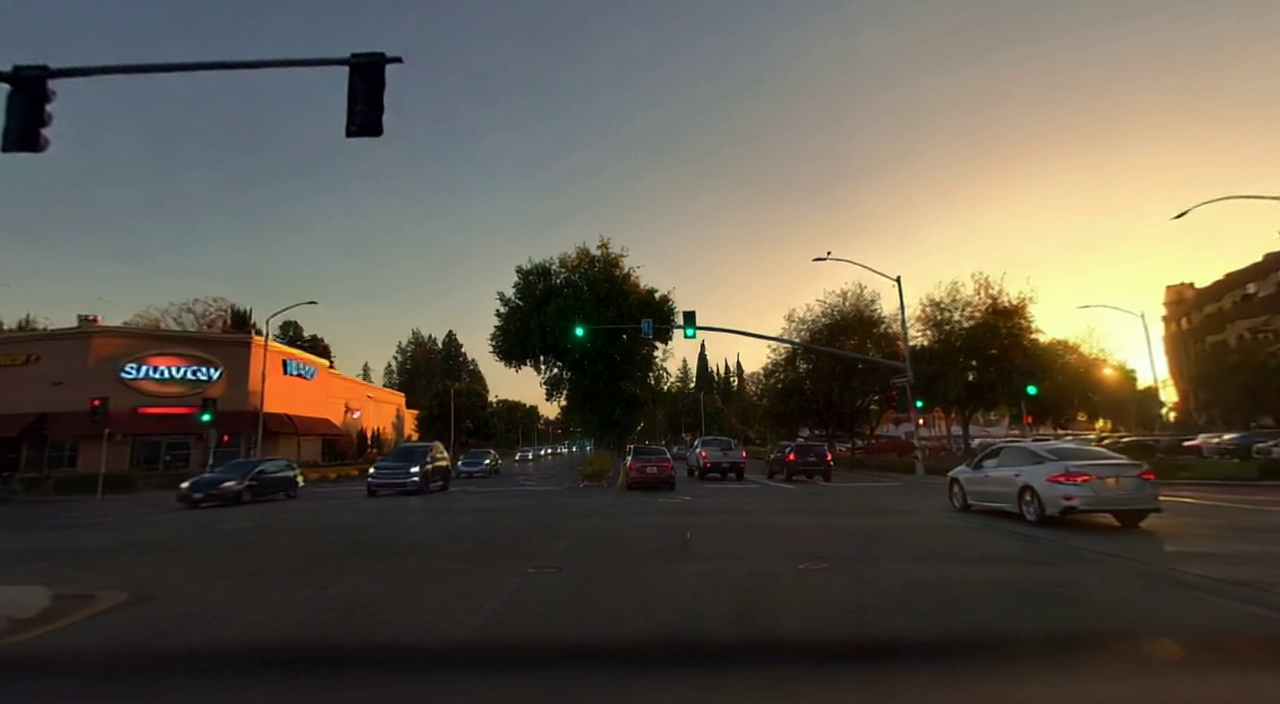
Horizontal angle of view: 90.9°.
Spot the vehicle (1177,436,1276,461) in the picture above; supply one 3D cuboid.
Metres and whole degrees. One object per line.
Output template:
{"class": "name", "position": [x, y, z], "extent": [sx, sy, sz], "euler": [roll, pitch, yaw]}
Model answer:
{"class": "vehicle", "position": [35.825, 5.917, 38.589], "extent": [4.230, 1.449, 1.782], "euler": [0, -8, 1]}

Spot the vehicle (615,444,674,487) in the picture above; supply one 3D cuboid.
{"class": "vehicle", "position": [0.107, 4.205, 23.711], "extent": [2.038, 1.447, 3.756], "euler": [0, -8, -2]}

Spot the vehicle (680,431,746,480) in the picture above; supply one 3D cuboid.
{"class": "vehicle", "position": [3.363, 4.943, 30.373], "extent": [2.358, 2.116, 5.328], "euler": [0, -8, -2]}

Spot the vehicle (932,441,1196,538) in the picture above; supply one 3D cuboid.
{"class": "vehicle", "position": [7.683, 2.476, 12.146], "extent": [1.905, 1.498, 4.463], "euler": [0, -8, -1]}

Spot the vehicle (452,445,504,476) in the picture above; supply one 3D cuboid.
{"class": "vehicle", "position": [-8.986, 6.006, 35.247], "extent": [1.827, 1.602, 4.115], "euler": [0, -8, -1]}

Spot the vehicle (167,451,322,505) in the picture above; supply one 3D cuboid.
{"class": "vehicle", "position": [-12.608, 4.008, 20.585], "extent": [1.969, 1.486, 4.773], "euler": [0, -8, 0]}

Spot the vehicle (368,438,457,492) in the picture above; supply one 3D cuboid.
{"class": "vehicle", "position": [-8.345, 4.138, 23.506], "extent": [1.904, 1.789, 4.021], "euler": [0, -8, -2]}

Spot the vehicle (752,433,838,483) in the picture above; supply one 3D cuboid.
{"class": "vehicle", "position": [6.813, 4.722, 28.488], "extent": [2.323, 2.009, 5.266], "euler": [0, -8, -3]}
